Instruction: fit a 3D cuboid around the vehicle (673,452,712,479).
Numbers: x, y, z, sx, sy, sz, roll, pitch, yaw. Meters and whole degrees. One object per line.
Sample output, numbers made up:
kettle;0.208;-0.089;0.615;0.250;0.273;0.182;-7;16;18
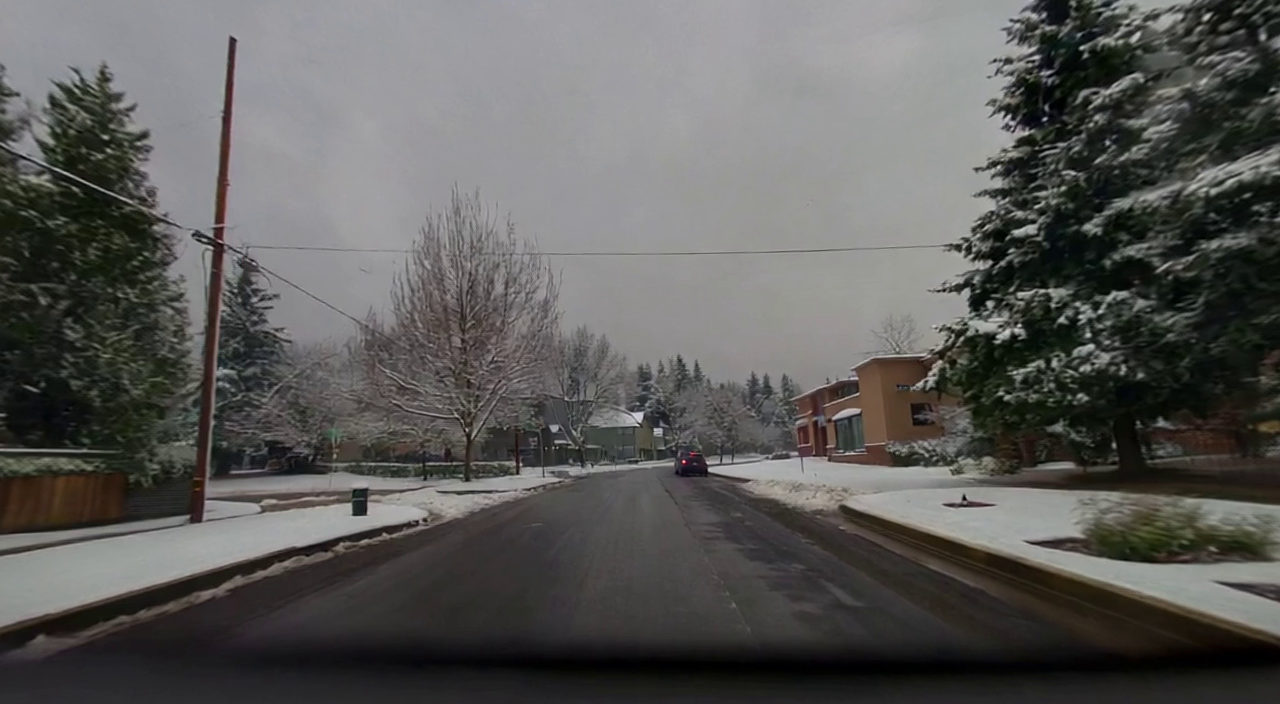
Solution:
vehicle;3.162;6.967;39.027;2.064;1.532;4.596;0;-8;1
